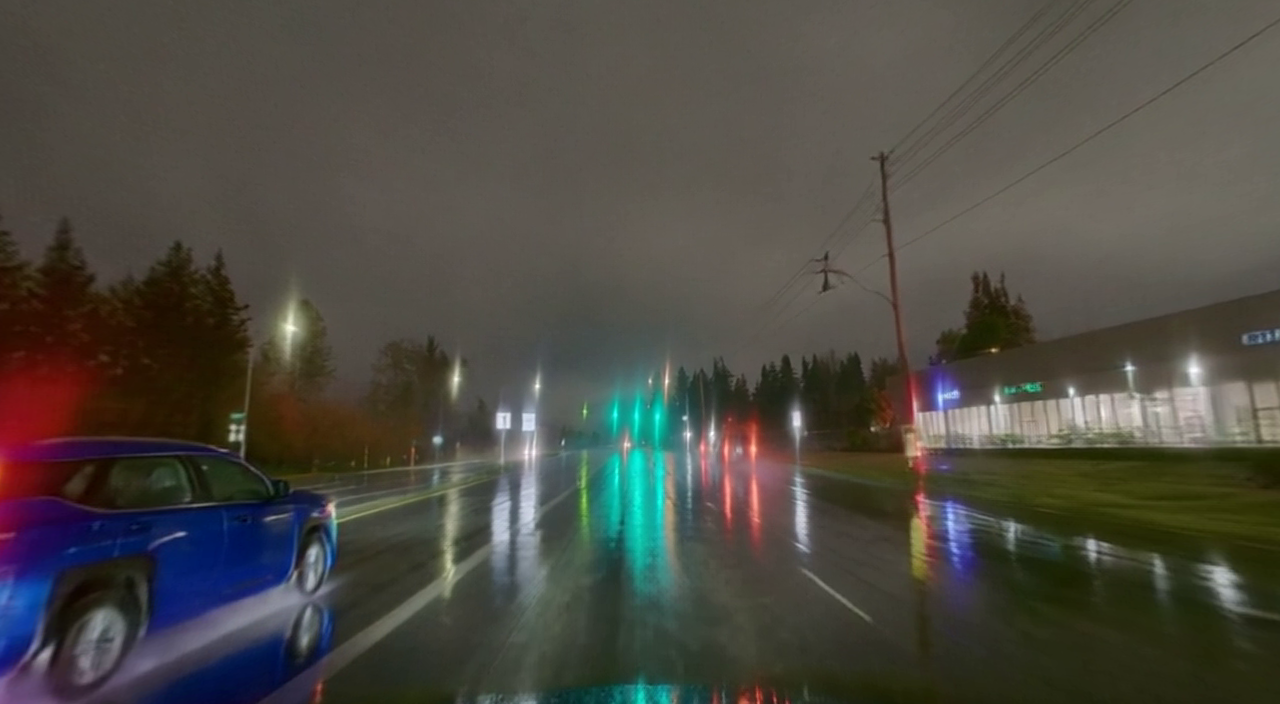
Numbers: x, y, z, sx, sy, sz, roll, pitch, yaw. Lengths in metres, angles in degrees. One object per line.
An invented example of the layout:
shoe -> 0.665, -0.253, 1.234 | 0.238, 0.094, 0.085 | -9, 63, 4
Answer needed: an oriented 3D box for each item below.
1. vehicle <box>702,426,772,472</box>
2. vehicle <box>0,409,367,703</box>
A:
vehicle -> 4.581, 4.733, 30.928 | 2.476, 2.016, 5.586 | 0, -8, 0
vehicle -> -3.799, 1.217, 4.271 | 2.017, 1.470, 4.293 | 0, -8, -1
